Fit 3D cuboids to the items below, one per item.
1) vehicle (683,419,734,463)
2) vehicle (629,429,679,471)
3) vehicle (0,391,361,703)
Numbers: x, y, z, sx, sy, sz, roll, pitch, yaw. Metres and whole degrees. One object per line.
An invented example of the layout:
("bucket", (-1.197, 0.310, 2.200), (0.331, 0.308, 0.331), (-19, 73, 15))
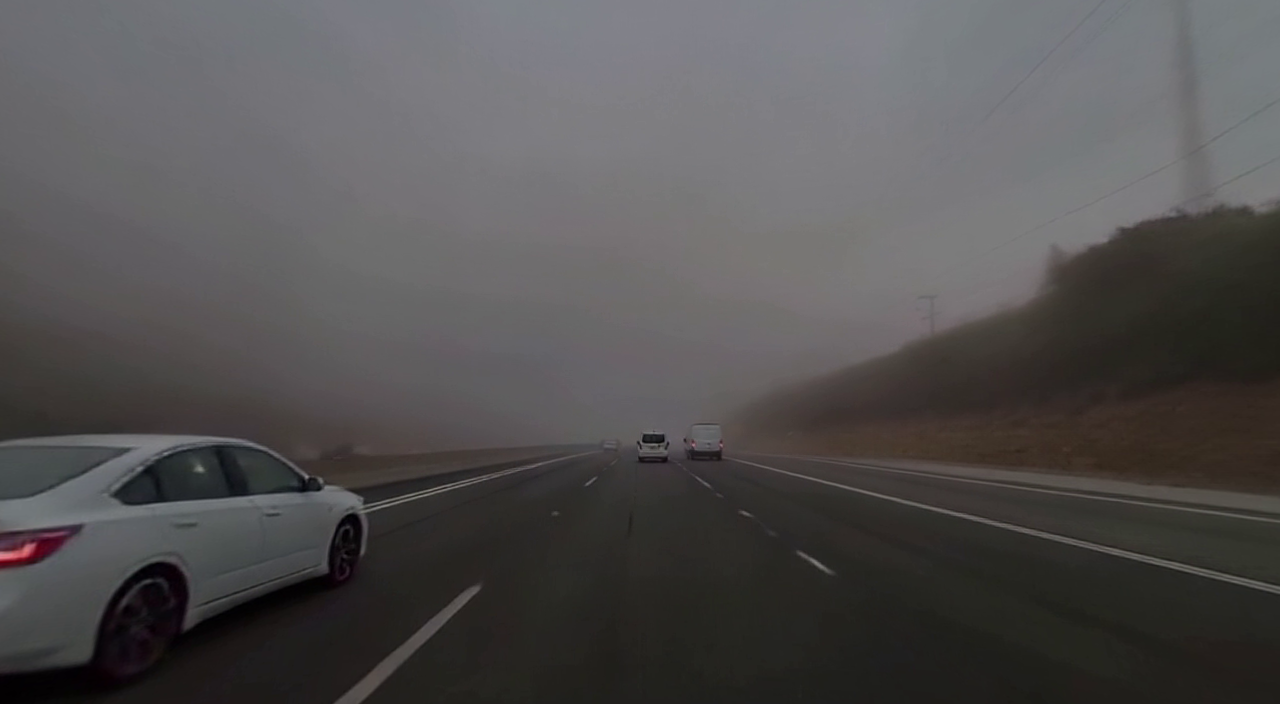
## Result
("vehicle", (3.955, 5.228, 37.223), (2.348, 2.429, 5.172), (0, -8, -1))
("vehicle", (0.585, 4.516, 29.409), (2.159, 1.811, 4.238), (0, -8, -1))
("vehicle", (-3.308, 1.010, 3.181), (1.890, 1.490, 4.202), (0, -8, 0))
